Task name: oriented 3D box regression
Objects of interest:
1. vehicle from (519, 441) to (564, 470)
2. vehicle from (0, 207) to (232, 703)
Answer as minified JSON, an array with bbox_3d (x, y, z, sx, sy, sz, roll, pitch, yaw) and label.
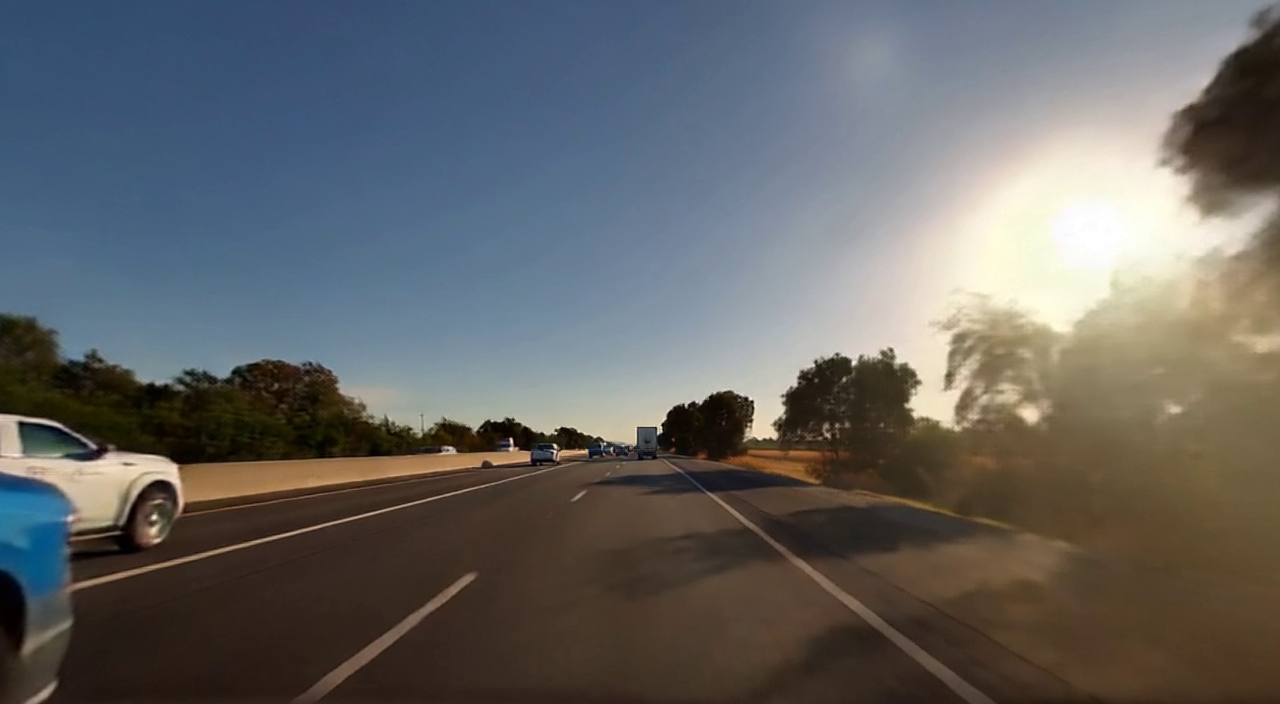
[{"bbox_3d":[-6.784,7.149,43.913,2.193,1.866,4.807,0,-9,2],"label":"vehicle"},{"bbox_3d":[-3.814,0.316,0.215,2.791,2.330,6.725,0,-9,0],"label":"vehicle"}]
